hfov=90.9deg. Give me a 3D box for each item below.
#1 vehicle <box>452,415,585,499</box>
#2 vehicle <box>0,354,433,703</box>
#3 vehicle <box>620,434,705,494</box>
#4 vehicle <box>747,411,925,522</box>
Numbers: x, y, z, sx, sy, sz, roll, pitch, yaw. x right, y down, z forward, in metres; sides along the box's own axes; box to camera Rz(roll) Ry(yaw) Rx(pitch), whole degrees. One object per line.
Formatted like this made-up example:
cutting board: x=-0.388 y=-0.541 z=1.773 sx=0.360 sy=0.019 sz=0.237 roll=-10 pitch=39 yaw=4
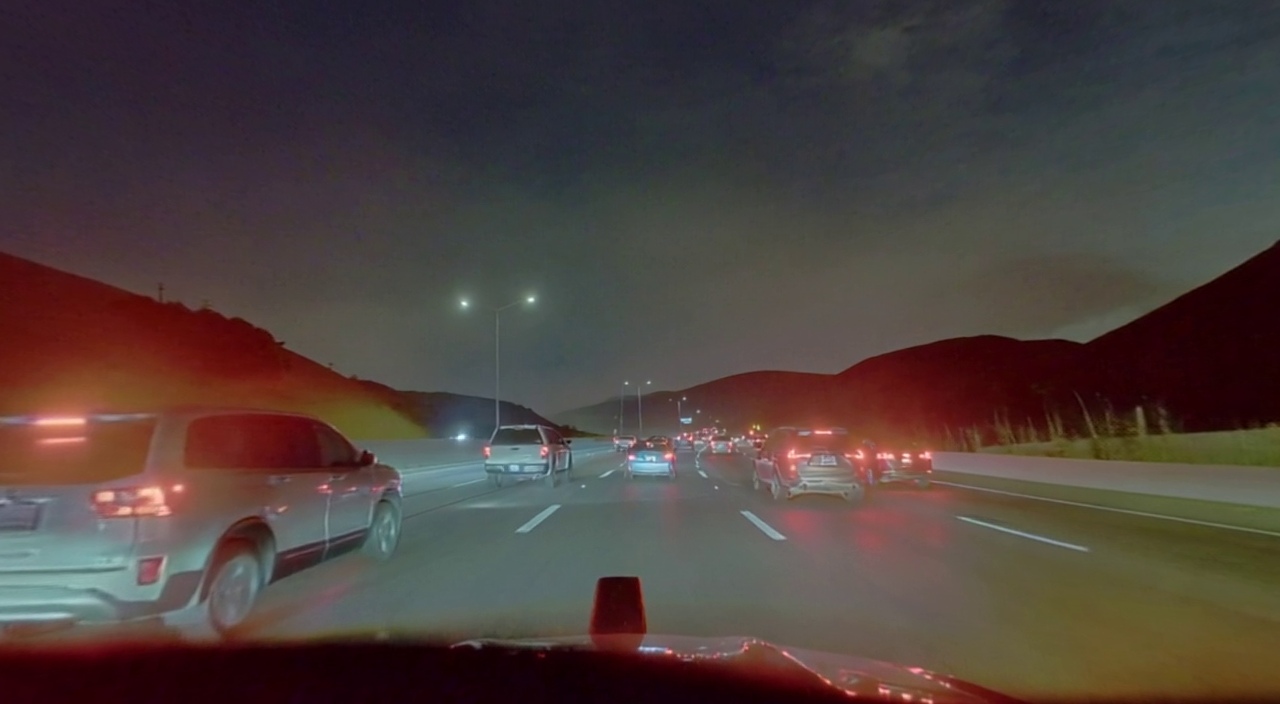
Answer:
vehicle: x=-3.037 y=2.810 z=17.259 sx=2.301 sy=1.902 sz=5.374 roll=0 pitch=-8 yaw=3
vehicle: x=-3.604 y=1.181 z=5.202 sx=2.179 sy=1.723 sz=4.410 roll=0 pitch=-8 yaw=1
vehicle: x=0.634 y=3.110 z=17.909 sx=2.105 sy=1.471 sz=4.349 roll=0 pitch=-8 yaw=2
vehicle: x=3.526 y=2.157 z=12.400 sx=2.046 sy=1.765 sz=4.534 roll=0 pitch=-8 yaw=0
